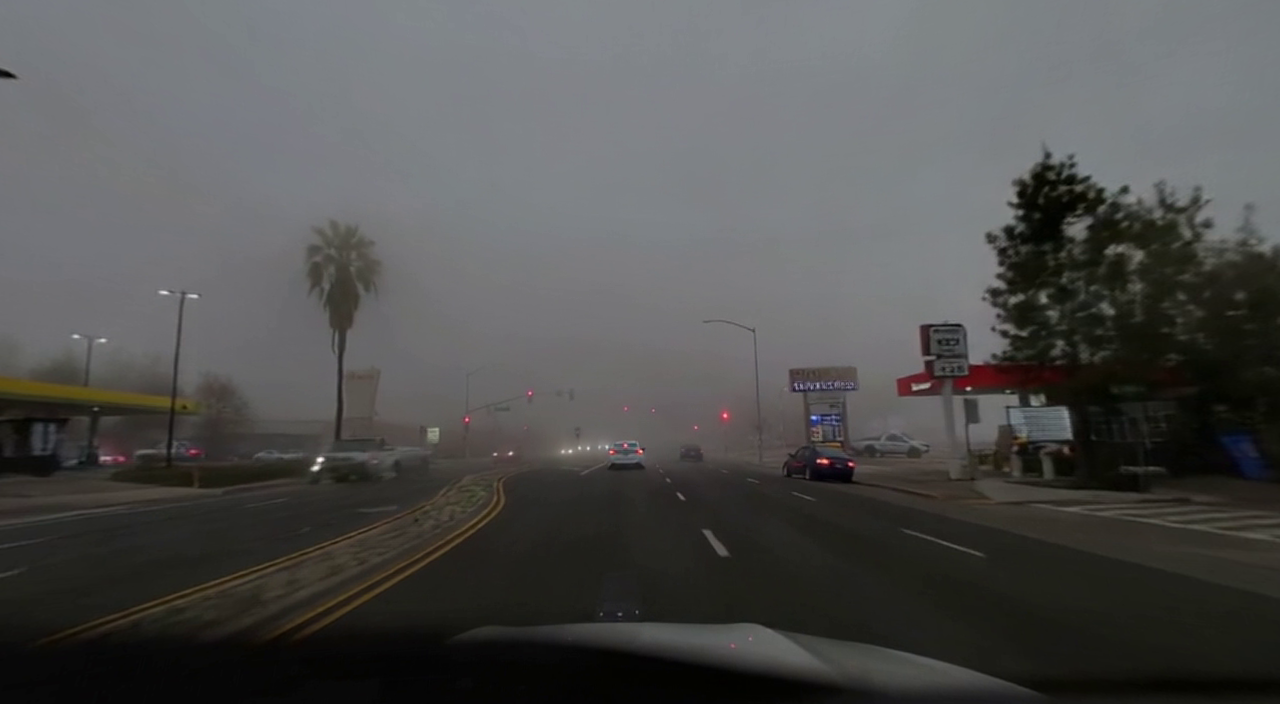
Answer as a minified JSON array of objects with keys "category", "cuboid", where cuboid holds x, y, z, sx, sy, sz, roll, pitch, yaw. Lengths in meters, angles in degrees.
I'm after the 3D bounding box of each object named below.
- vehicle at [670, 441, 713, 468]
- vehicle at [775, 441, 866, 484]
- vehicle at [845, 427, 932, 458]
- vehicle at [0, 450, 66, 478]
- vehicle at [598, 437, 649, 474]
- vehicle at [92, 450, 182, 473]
[{"category":"vehicle","cuboid":[2.918,5.893,36.586,2.060,1.471,4.168,0,-9,-1]},{"category":"vehicle","cuboid":[6.754,4.179,24.302,1.922,1.461,4.868,0,-9,-1]},{"category":"vehicle","cuboid":[16.141,5.987,41.561,2.172,1.855,5.526,1,-9,-18]},{"category":"vehicle","cuboid":[-35.079,6.206,35.157,4.418,1.486,1.909,0,-9,-2]},{"category":"vehicle","cuboid":[-0.712,4.705,28.945,2.160,1.508,4.319,0,-9,-1]},{"category":"vehicle","cuboid":[-35.159,7.659,44.324,4.613,1.477,1.927,0,-9,0]}]
